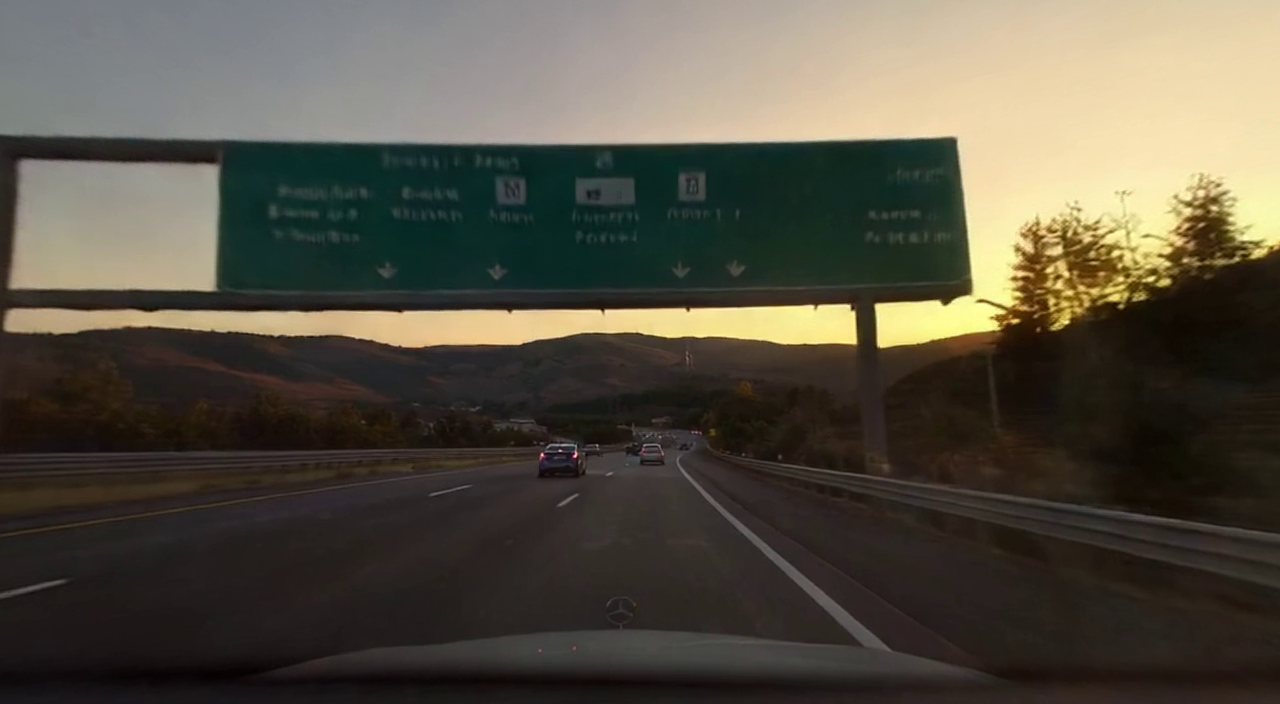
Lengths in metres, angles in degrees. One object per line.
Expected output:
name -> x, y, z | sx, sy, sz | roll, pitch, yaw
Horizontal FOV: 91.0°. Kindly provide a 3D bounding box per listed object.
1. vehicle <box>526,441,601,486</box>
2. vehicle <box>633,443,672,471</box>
vehicle -> -2.809, 4.231, 24.228 | 2.129, 1.563, 4.387 | -1, -9, 3
vehicle -> 0.750, 6.136, 37.008 | 2.129, 1.502, 4.321 | 0, -9, 1
